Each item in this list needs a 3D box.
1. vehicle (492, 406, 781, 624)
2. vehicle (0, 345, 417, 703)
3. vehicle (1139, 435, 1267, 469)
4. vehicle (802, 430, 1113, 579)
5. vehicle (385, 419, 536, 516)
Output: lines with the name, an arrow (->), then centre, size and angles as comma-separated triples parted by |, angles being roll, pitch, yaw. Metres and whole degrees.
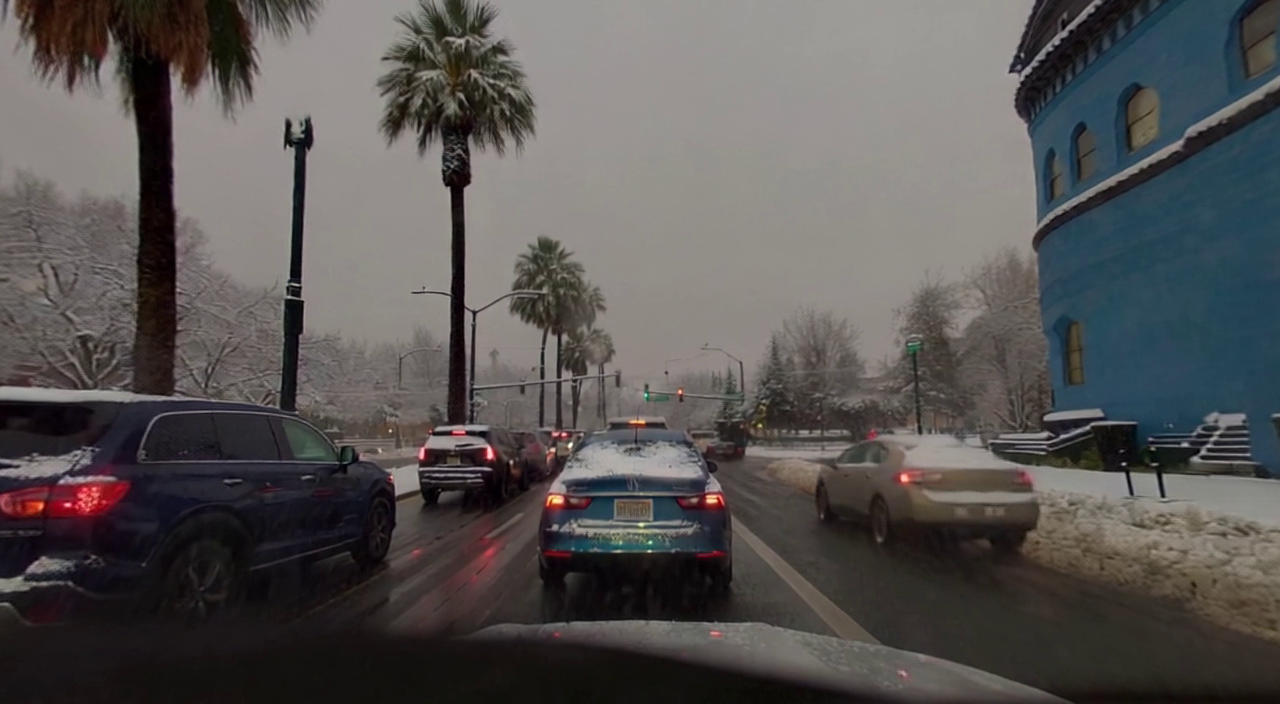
vehicle -> -0.052, 1.518, 6.843 | 2.114, 1.585, 4.285 | 0, -8, -1
vehicle -> -3.540, 1.149, 5.066 | 1.914, 1.741, 4.398 | 0, -8, -1
vehicle -> 25.473, 4.528, 28.640 | 3.914, 1.427, 1.779 | -2, -8, 5
vehicle -> 3.892, 1.927, 8.878 | 1.982, 1.480, 4.572 | 2, -8, -1
vehicle -> -3.477, 2.319, 13.078 | 1.840, 1.684, 4.041 | 0, -8, 1
